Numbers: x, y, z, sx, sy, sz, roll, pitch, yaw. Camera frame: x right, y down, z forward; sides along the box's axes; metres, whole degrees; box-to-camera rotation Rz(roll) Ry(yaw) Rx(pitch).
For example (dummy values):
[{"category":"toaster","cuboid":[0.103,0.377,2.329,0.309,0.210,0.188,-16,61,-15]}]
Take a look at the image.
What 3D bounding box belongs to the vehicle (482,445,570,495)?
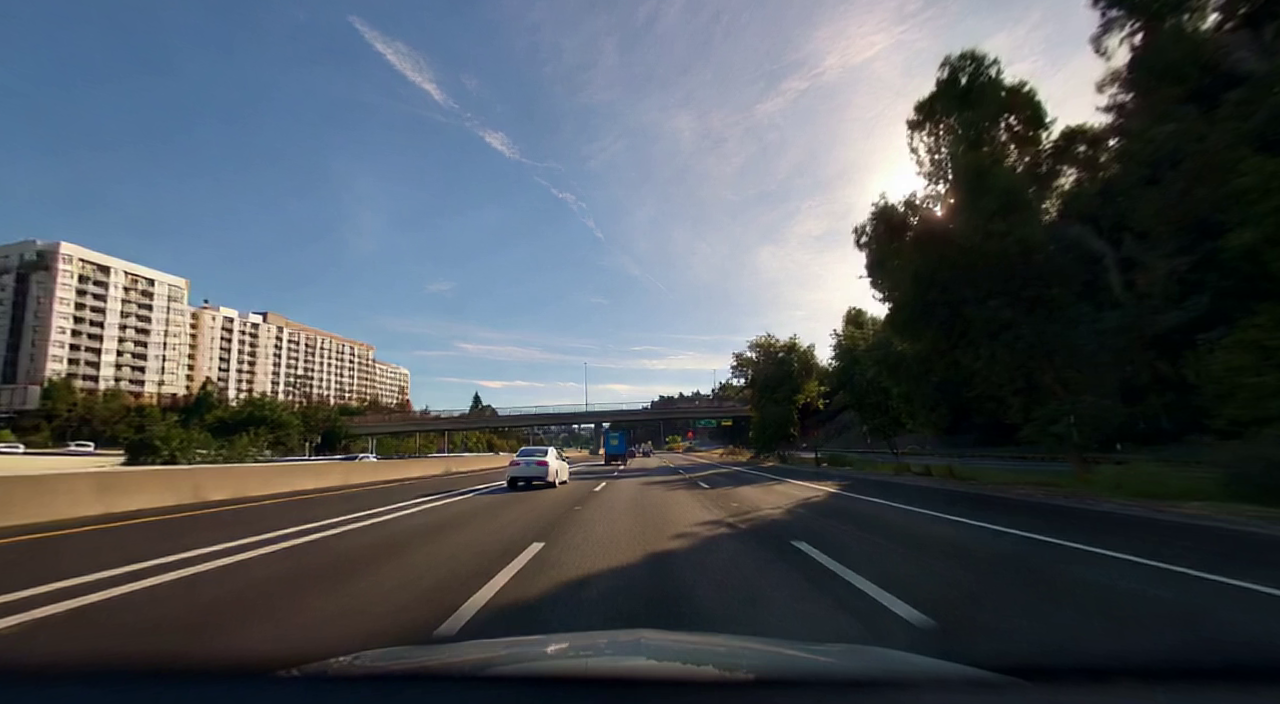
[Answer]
[{"category":"vehicle","cuboid":[-3.709,3.933,21.341,2.039,1.478,4.483,0,-9,1]}]
